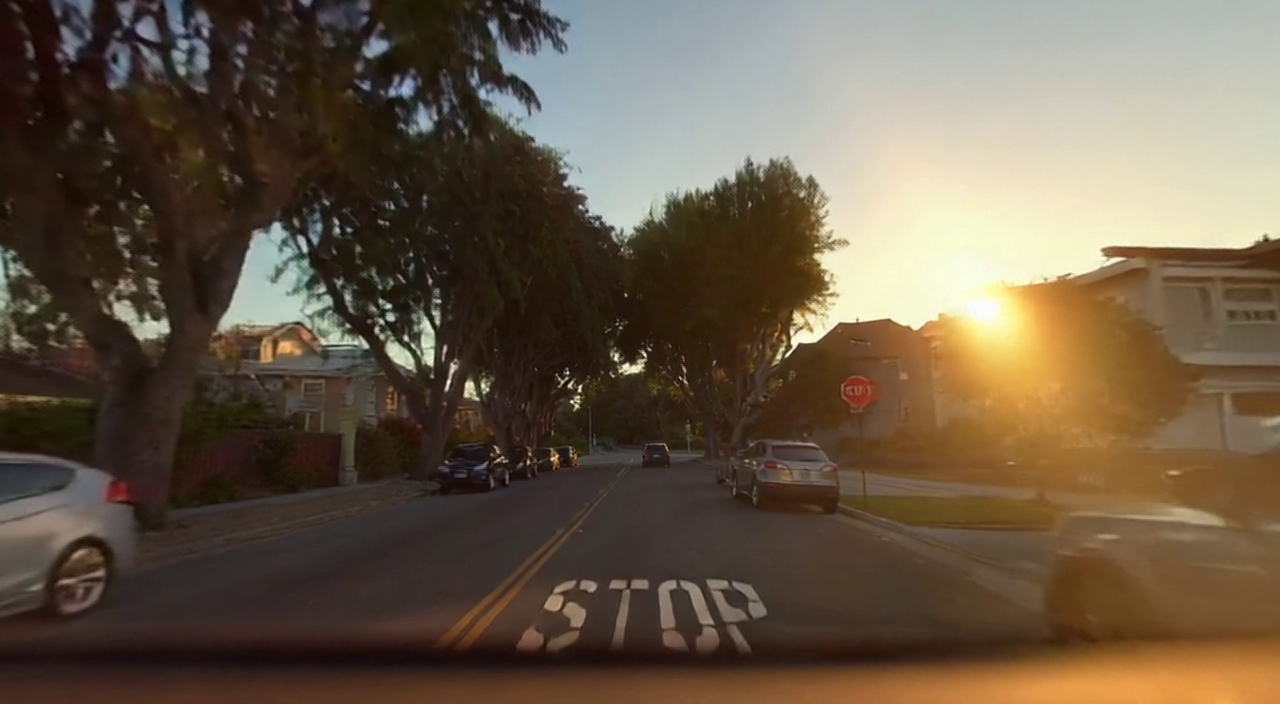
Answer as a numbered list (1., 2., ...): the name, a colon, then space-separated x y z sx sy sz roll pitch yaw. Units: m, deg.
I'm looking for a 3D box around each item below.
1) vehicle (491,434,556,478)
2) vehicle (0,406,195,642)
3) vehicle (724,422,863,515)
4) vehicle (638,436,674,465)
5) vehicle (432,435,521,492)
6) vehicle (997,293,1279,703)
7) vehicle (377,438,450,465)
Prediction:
1. vehicle: -4.968 4.481 27.457 1.899 1.615 4.624 -4 -8 0
2. vehicle: -5.667 1.205 4.253 2.007 1.709 4.502 0 -8 0
3. vehicle: 3.310 2.606 14.710 1.970 1.801 4.721 0 -8 -1
4. vehicle: 0.978 6.228 40.119 2.172 1.722 4.201 0 -8 1
5. vehicle: -5.279 3.622 20.935 1.955 1.659 4.324 1 -8 -3
6. vehicle: 3.042 0.600 1.056 2.117 1.807 4.964 0 -8 2
7. vehicle: -17.127 7.526 47.804 4.801 1.688 2.241 -2 -5 -2
